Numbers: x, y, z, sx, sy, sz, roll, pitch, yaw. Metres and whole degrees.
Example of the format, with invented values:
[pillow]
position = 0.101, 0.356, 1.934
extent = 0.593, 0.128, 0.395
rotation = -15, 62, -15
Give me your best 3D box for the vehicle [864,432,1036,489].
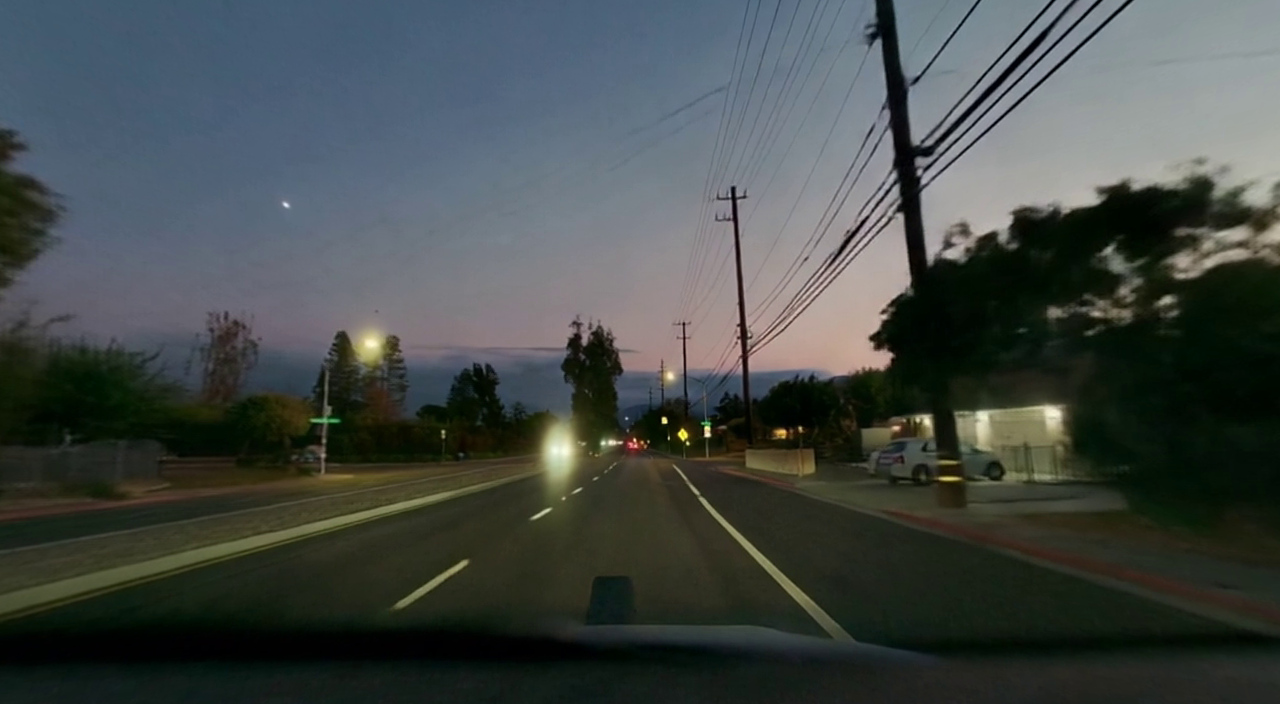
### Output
[vehicle]
position = 9.663, 3.400, 19.974
extent = 4.387, 1.680, 1.958
rotation = 1, -9, -3
